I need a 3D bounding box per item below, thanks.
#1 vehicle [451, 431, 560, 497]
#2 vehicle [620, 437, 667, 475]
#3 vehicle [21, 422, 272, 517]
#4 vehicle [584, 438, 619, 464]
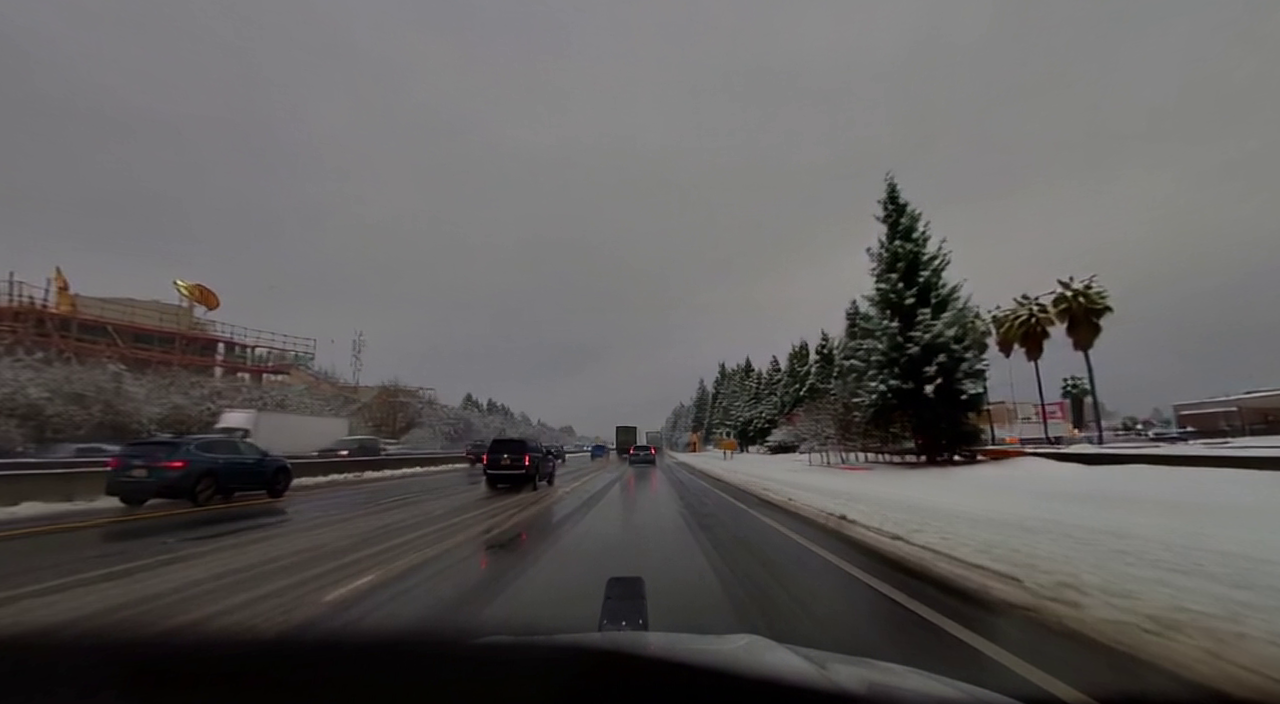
[{"bbox_3d":[-3.861,3.301,19.012,2.108,1.740,4.549,-1,-8,2],"label":"vehicle"},{"bbox_3d":[0.206,5.044,30.787,2.136,1.678,4.052,0,-8,2],"label":"vehicle"},{"bbox_3d":[-10.945,2.619,14.588,2.007,1.815,4.558,0,-8,2],"label":"vehicle"},{"bbox_3d":[-2.949,7.740,49.463,2.203,1.958,4.848,-1,-8,3],"label":"vehicle"}]
